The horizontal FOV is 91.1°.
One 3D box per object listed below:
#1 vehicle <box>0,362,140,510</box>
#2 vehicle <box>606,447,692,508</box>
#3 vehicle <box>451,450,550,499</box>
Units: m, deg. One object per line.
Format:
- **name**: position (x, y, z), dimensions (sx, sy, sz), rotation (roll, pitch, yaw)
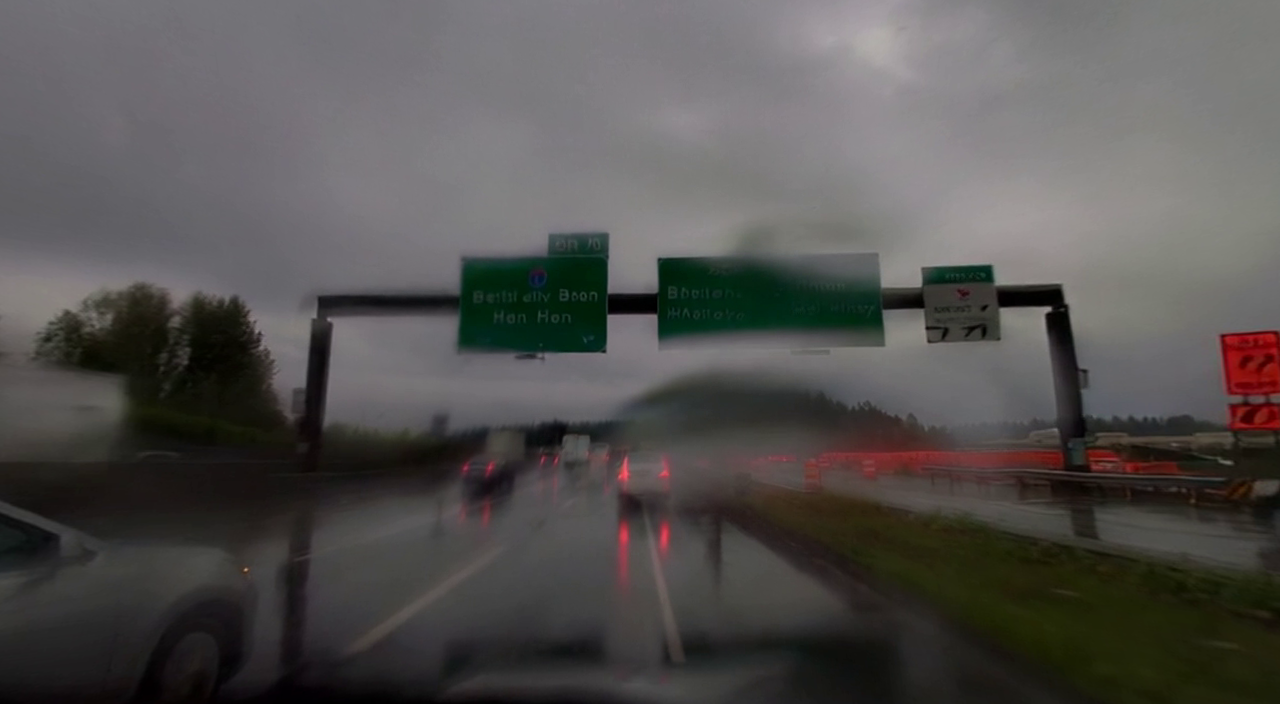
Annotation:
- **vehicle**: position (-19.131, 1.978, 15.124), dimensions (2.839, 4.040, 14.032), rotation (0, -9, -1)
- **vehicle**: position (0.227, 3.323, 17.068), dimensions (2.080, 1.451, 3.512), rotation (0, -9, 0)
- **vehicle**: position (-4.388, 3.904, 20.446), dimensions (2.063, 1.417, 4.000), rotation (-1, -9, 4)
